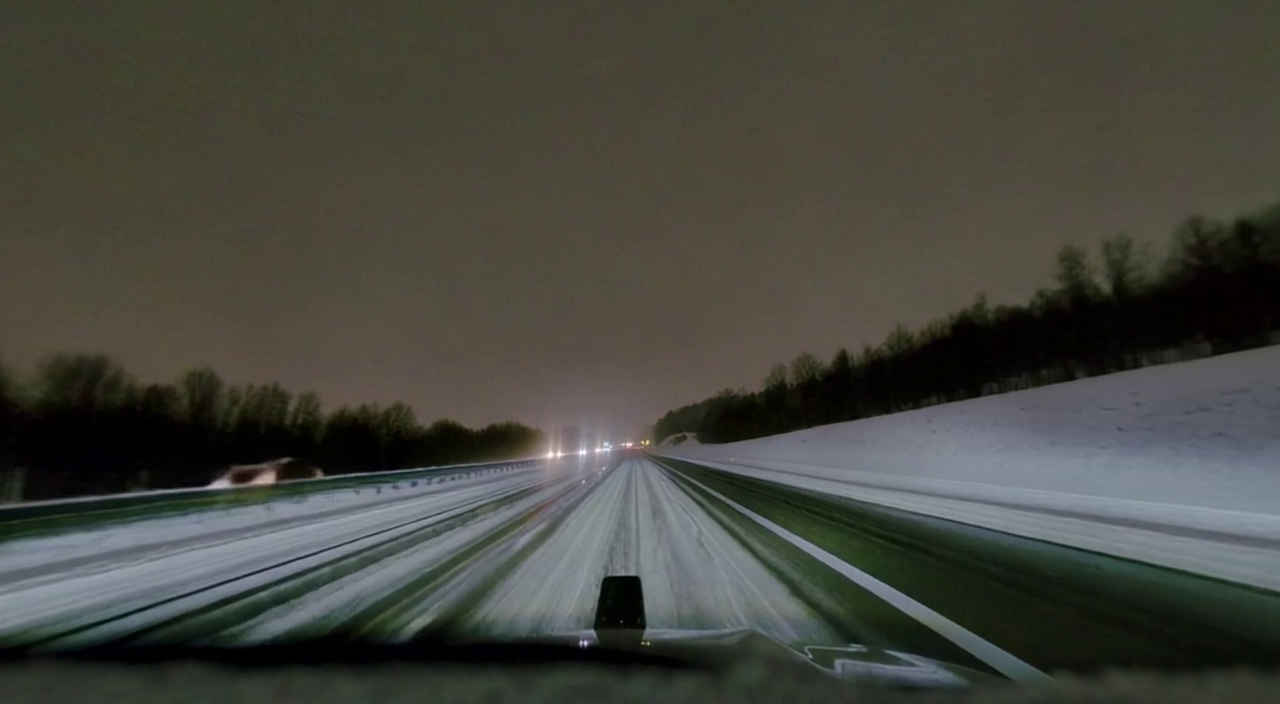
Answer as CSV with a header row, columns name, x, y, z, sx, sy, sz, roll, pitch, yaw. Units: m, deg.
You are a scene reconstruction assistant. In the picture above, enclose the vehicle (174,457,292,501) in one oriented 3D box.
name,x,y,z,sx,sy,sz,roll,pitch,yaw
vehicle,-15.246,4.741,23.933,1.768,1.452,4.110,0,-9,-1
